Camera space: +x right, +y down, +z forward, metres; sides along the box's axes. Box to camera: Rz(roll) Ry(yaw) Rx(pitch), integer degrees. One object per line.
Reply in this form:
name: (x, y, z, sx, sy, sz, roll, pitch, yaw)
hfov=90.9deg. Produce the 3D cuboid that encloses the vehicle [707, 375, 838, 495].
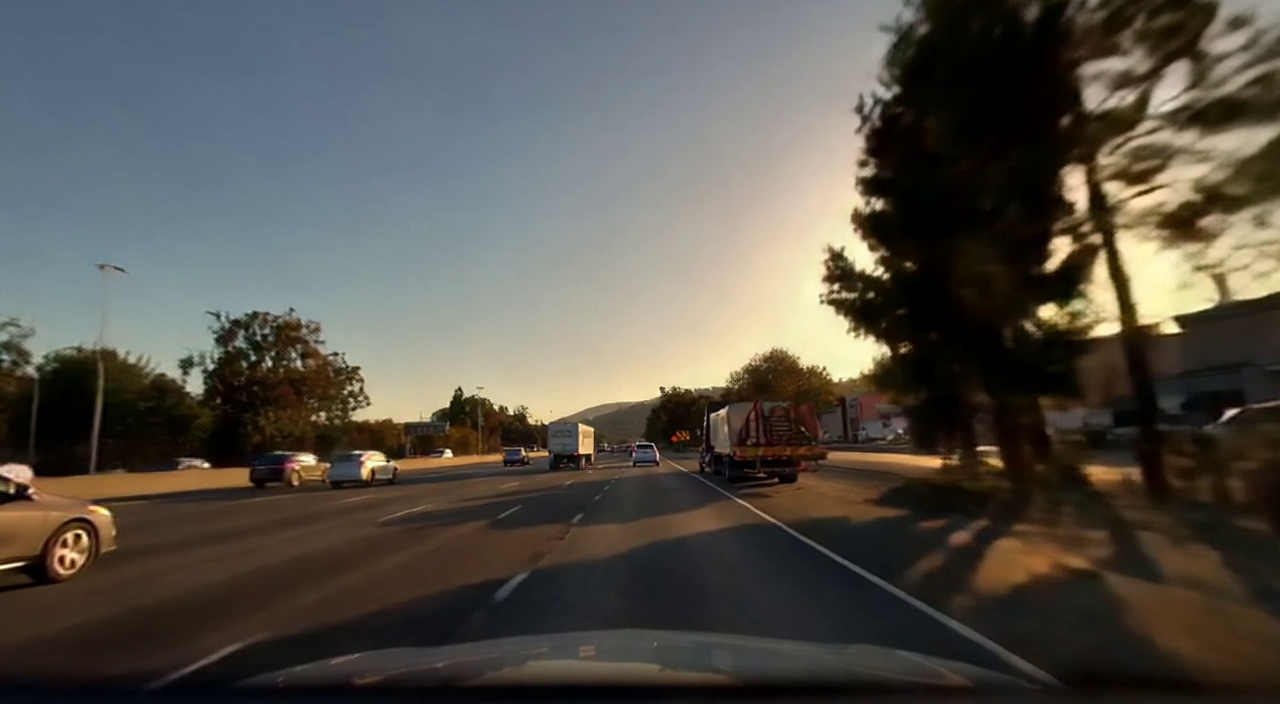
vehicle: (4.958, 3.585, 26.618, 2.801, 3.732, 11.836, -4, -9, 0)

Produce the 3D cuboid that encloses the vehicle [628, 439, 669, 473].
vehicle: (0.489, 5.940, 36.315, 2.227, 1.794, 4.646, 0, -8, 1)

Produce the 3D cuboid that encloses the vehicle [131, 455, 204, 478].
vehicle: (-36.197, 8.739, 48.456, 1.988, 1.560, 4.517, -1, -8, 2)

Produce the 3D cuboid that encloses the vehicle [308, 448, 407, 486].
vehicle: (-12.220, 4.992, 27.685, 1.928, 1.480, 4.823, -1, -8, 2)

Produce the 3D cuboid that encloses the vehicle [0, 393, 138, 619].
vehicle: (-6.281, 1.088, 4.038, 2.200, 1.793, 4.586, -1, -8, 2)

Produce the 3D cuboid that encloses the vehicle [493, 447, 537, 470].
vehicle: (-8.689, 7.410, 44.168, 1.929, 1.477, 4.746, -1, -8, 2)

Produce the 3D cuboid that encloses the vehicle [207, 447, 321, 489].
vehicle: (-15.910, 4.908, 27.006, 1.885, 1.591, 4.599, -1, -8, 2)
